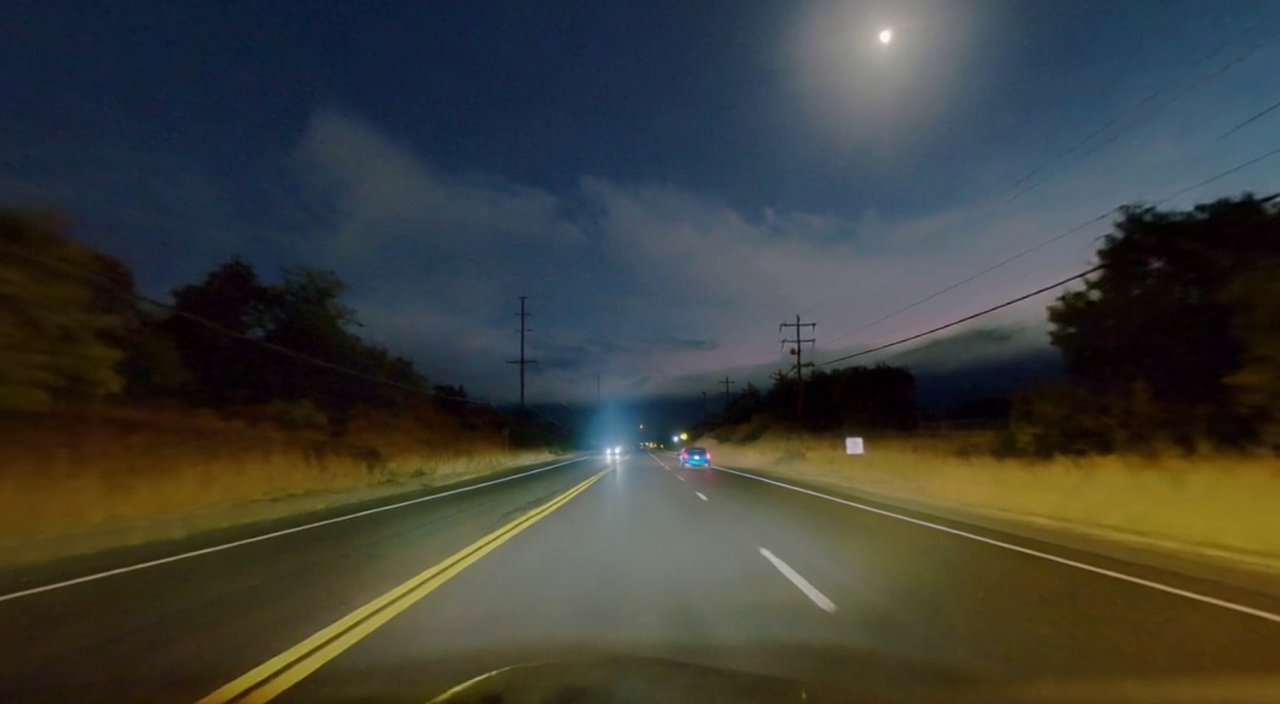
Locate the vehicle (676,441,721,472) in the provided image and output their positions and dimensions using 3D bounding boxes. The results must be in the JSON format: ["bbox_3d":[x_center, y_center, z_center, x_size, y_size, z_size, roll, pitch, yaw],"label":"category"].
[{"bbox_3d":[3.321,6.030,36.623,2.135,1.692,4.185,0,-9,-2],"label":"vehicle"}]
